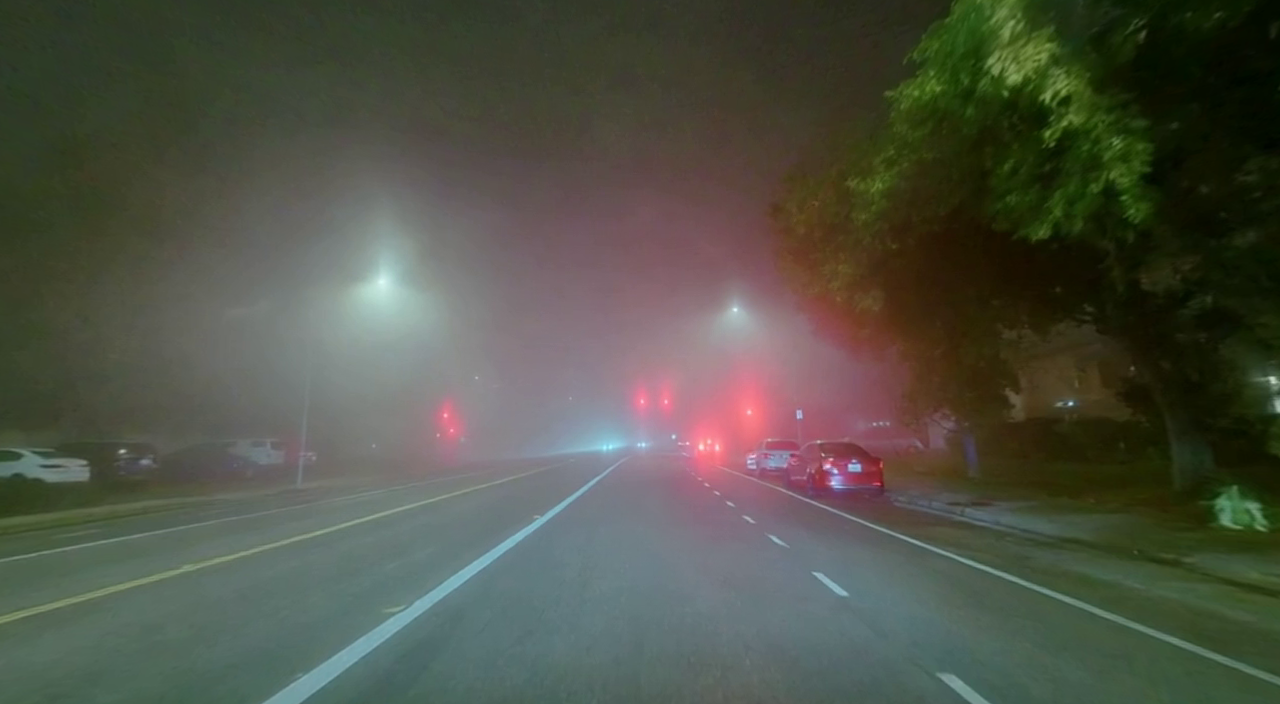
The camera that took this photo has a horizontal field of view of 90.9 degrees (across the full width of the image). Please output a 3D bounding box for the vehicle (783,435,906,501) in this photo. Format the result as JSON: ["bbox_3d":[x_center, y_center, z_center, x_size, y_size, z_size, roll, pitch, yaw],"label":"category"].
[{"bbox_3d":[5.173,2.976,16.599,1.895,1.487,4.176,0,-8,1],"label":"vehicle"}]

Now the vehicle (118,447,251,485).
[{"bbox_3d":[-19.239,4.809,26.756,4.145,1.555,1.901,0,-8,1],"label":"vehicle"}]
